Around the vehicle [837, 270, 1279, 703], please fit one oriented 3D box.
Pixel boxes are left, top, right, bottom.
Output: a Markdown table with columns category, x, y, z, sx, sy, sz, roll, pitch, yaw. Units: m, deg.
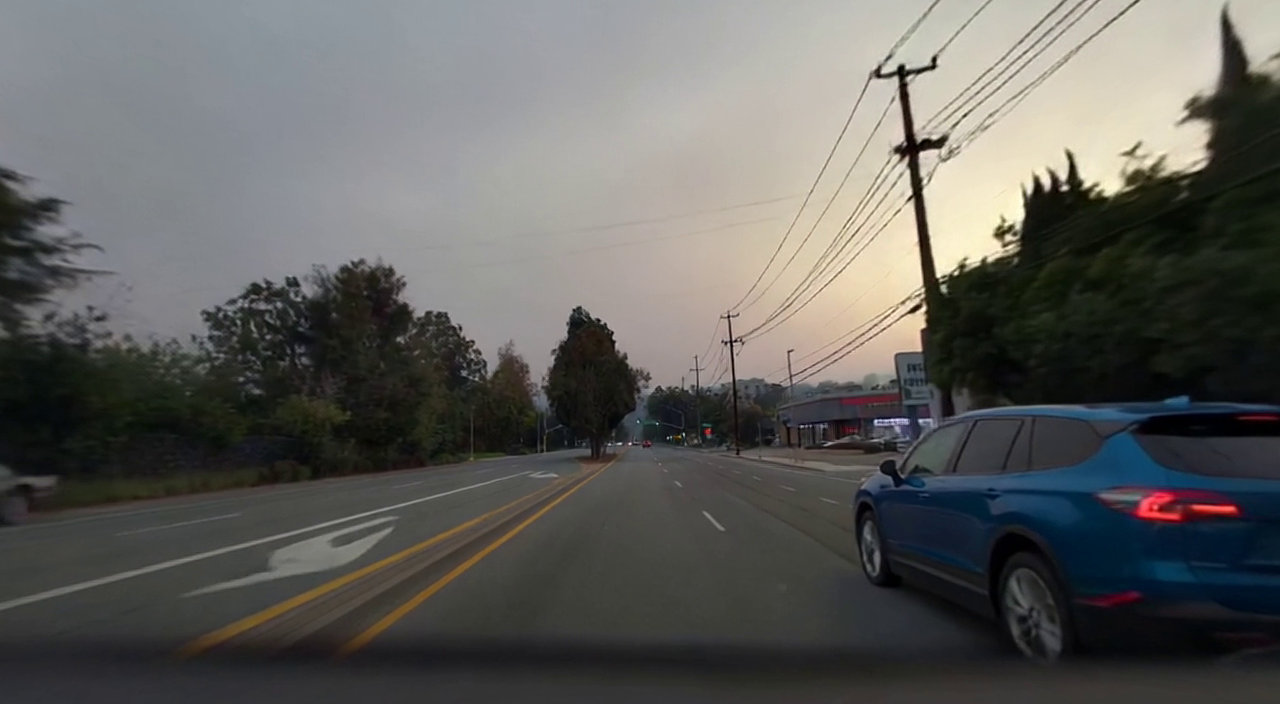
| category | x | y | z | sx | sy | sz | roll | pitch | yaw |
| --- | --- | --- | --- | --- | --- | --- | --- | --- | --- |
| vehicle | 3.032 | 0.948 | 3.917 | 2.060 | 1.820 | 4.713 | 0 | -9 | 0 |
